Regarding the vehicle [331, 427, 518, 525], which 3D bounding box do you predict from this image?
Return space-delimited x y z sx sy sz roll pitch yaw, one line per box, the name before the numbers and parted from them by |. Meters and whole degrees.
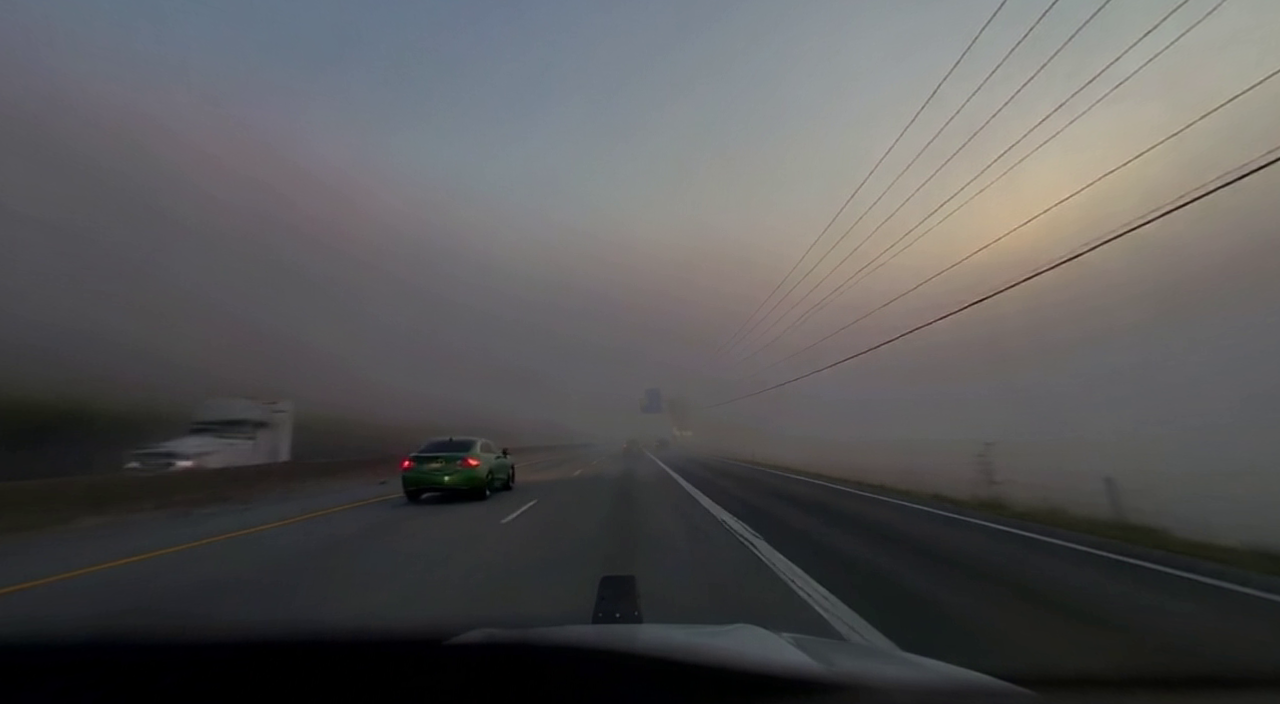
vehicle | -3.933 2.332 12.570 2.016 1.543 4.870 0 -8 0
